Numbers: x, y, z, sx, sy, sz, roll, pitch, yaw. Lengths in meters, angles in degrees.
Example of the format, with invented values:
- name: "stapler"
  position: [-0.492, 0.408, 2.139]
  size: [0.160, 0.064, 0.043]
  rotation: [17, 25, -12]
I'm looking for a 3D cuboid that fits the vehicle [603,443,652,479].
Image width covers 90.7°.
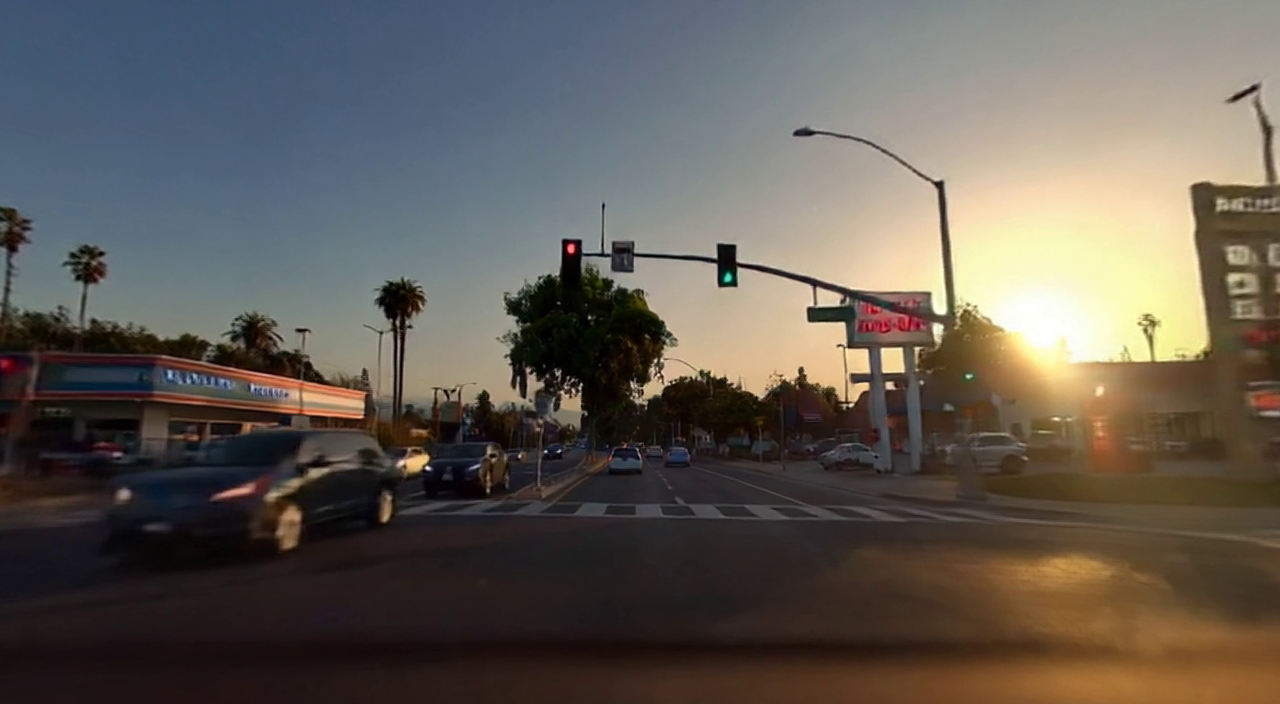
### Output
- name: "vehicle"
  position: [-0.606, 5.081, 29.699]
  size: [2.160, 1.508, 4.319]
  rotation: [0, -9, -2]

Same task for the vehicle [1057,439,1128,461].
- name: "vehicle"
  position: [34.503, 7.461, 48.337]
  size: [3.956, 1.515, 1.738]
  rotation: [-3, -7, 6]

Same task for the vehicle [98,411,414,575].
- name: "vehicle"
  position: [-5.144, 1.893, 9.443]
  size: [2.032, 1.747, 4.479]
  rotation: [-2, -8, -2]

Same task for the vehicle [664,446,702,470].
- name: "vehicle"
  position: [2.752, 6.935, 41.518]
  size: [2.060, 1.471, 4.168]
  rotation: [0, -9, -2]

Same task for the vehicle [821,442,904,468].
- name: "vehicle"
  position: [13.648, 6.362, 39.001]
  size: [4.360, 1.523, 1.900]
  rotation: [0, -9, -1]

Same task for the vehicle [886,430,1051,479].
- name: "vehicle"
  position: [13.682, 4.298, 26.601]
  size: [5.718, 1.911, 2.088]
  rotation: [0, -9, -2]

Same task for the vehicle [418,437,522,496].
- name: "vehicle"
  position: [-5.242, 3.579, 20.178]
  size: [2.060, 1.643, 4.359]
  rotation: [0, -9, 0]
